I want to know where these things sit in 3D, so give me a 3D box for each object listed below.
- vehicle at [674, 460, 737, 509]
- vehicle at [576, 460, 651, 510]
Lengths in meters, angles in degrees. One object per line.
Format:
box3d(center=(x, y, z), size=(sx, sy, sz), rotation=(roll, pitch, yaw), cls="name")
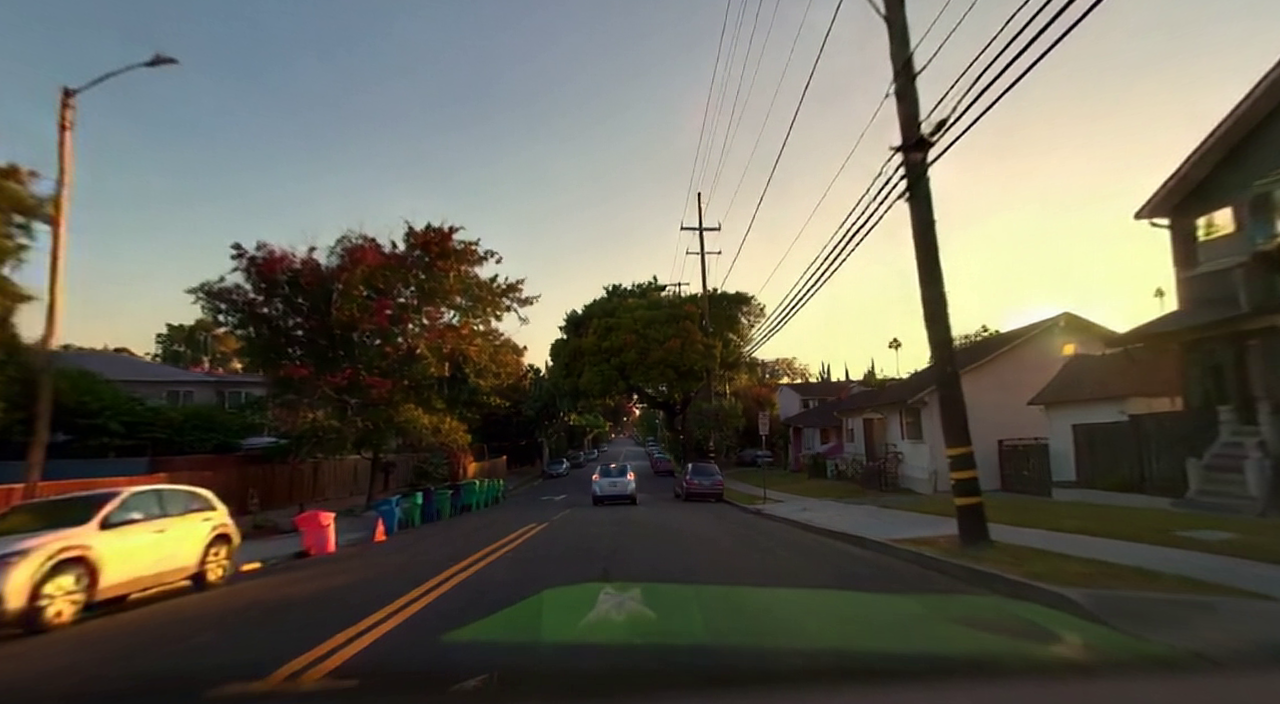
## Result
box3d(center=(2.559, 5.306, 25.706), size=(1.909, 1.694, 4.472), rotation=(0, -8, -2), cls="vehicle")
box3d(center=(-0.838, 4.694, 22.723), size=(2.235, 1.500, 4.496), rotation=(-1, -8, 3), cls="vehicle")
